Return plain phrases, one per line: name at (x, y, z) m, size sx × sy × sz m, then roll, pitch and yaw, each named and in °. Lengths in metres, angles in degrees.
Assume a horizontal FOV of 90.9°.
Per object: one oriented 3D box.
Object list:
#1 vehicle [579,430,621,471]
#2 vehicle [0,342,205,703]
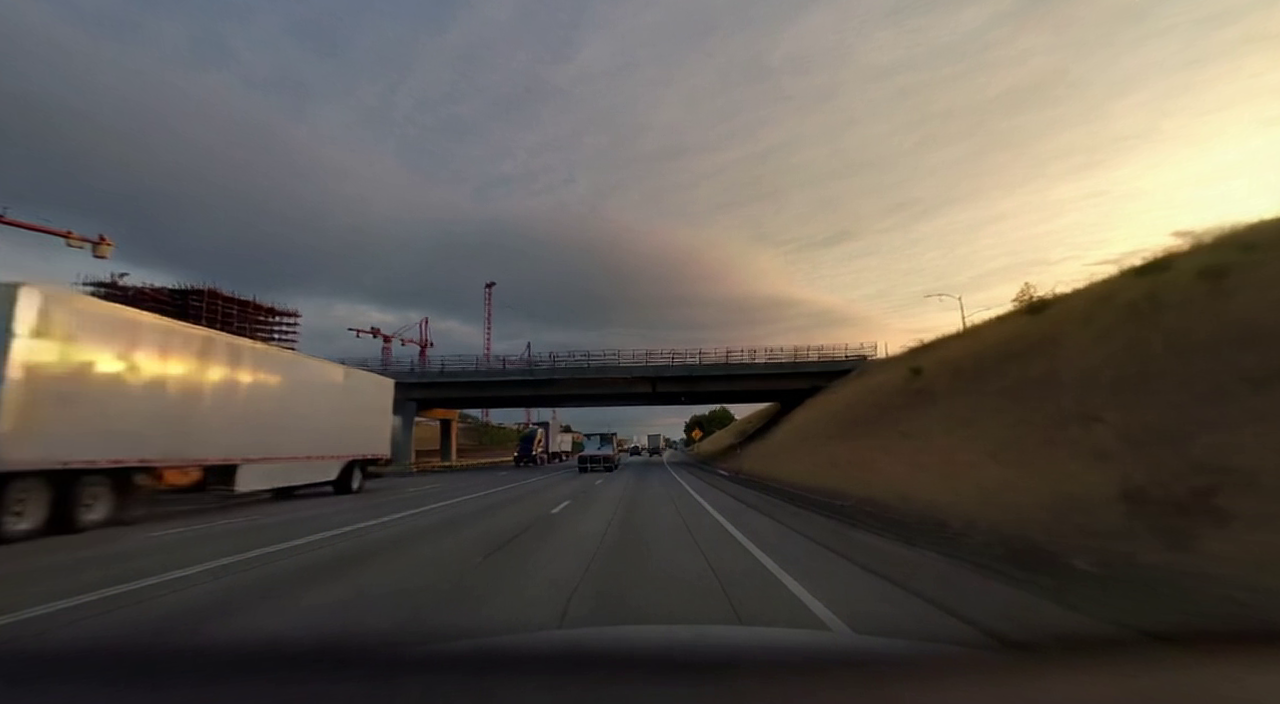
vehicle at (-2.803, 7.212, 46.272) m, size 2.565 × 2.771 × 6.641 m, roll 0°, pitch -9°, yaw 1°
vehicle at (-3.322, 0.640, 1.147) m, size 2.194 × 1.648 × 3.984 m, roll 0°, pitch -9°, yaw -1°
